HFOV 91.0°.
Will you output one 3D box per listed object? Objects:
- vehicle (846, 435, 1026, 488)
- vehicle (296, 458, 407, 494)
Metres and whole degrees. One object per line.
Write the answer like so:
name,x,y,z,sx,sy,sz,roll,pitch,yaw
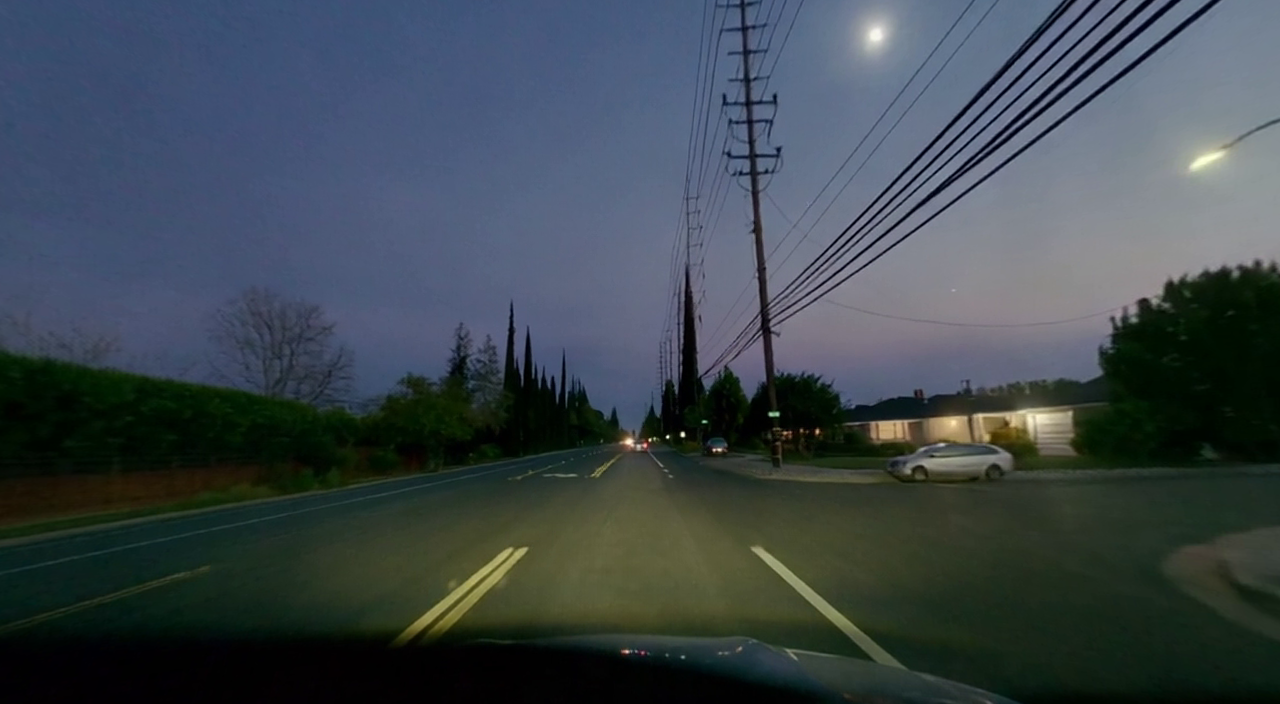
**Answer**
vehicle,8.754,3.274,19.014,4.487,1.461,1.874,-1,-9,8
vehicle,-12.202,5.266,27.048,2.530,1.265,4.495,-1,-8,2
